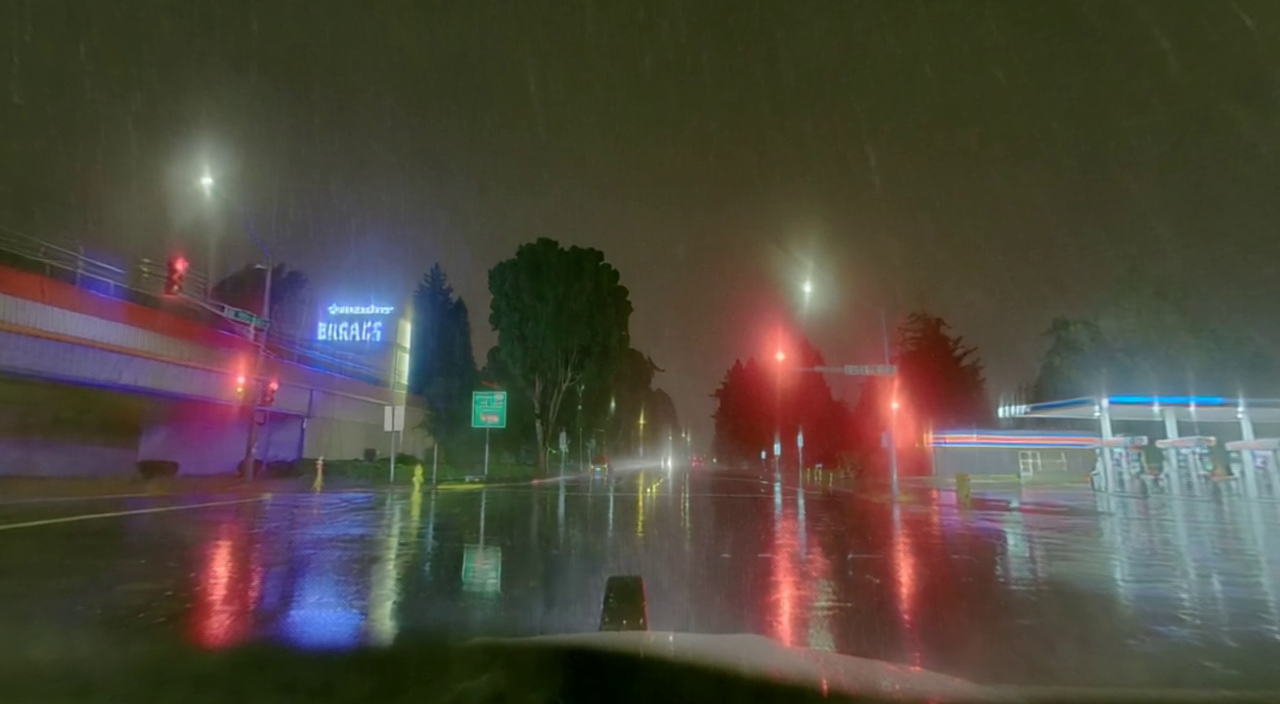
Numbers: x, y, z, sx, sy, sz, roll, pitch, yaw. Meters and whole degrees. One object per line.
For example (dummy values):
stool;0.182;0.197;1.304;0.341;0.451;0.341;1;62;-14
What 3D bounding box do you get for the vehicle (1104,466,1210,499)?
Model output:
vehicle;27.992;7.053;34.334;1.897;1.466;4.211;1;-8;-6
